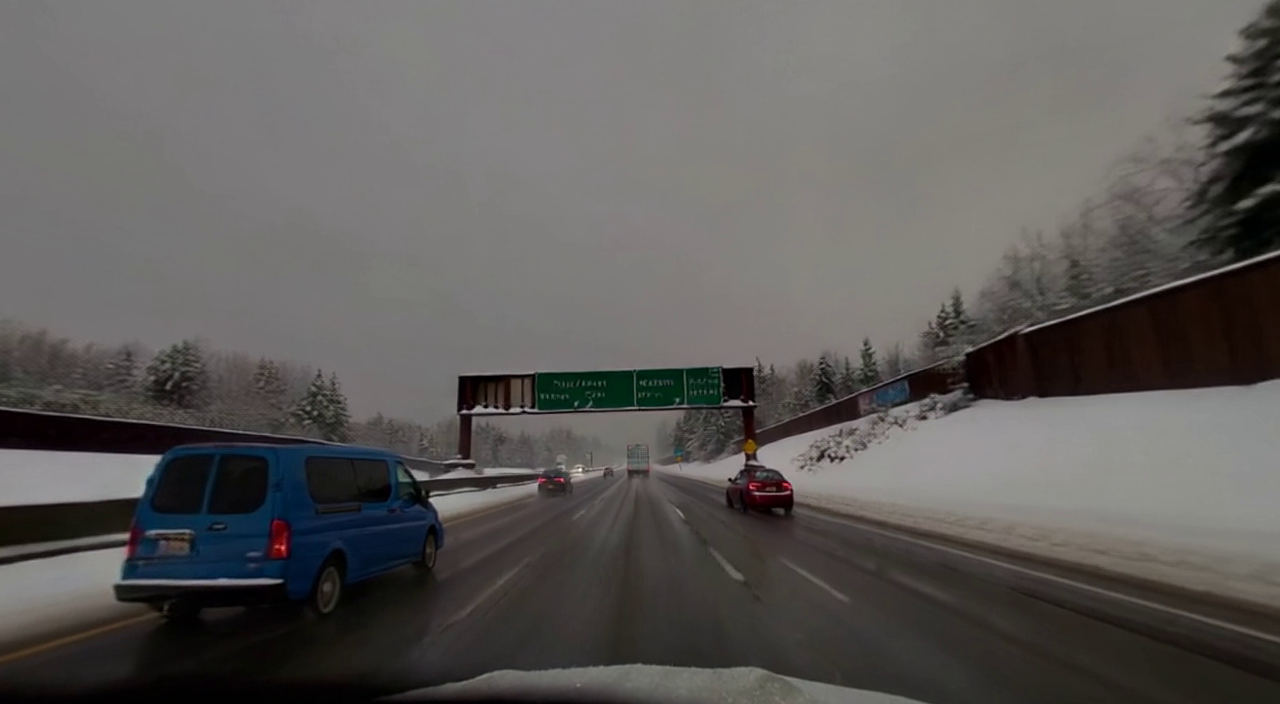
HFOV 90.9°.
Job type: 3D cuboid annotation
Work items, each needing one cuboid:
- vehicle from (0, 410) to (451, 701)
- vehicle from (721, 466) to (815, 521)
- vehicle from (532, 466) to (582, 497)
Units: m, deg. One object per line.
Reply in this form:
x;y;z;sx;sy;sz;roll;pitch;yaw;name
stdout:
-3.478;1.558;5.878;2.004;1.610;4.508;1;-11;0;vehicle
3.783;4.269;19.394;1.917;1.458;4.199;1;-11;-2;vehicle
-4.260;6.692;32.816;2.054;1.443;4.131;1;-11;-1;vehicle
